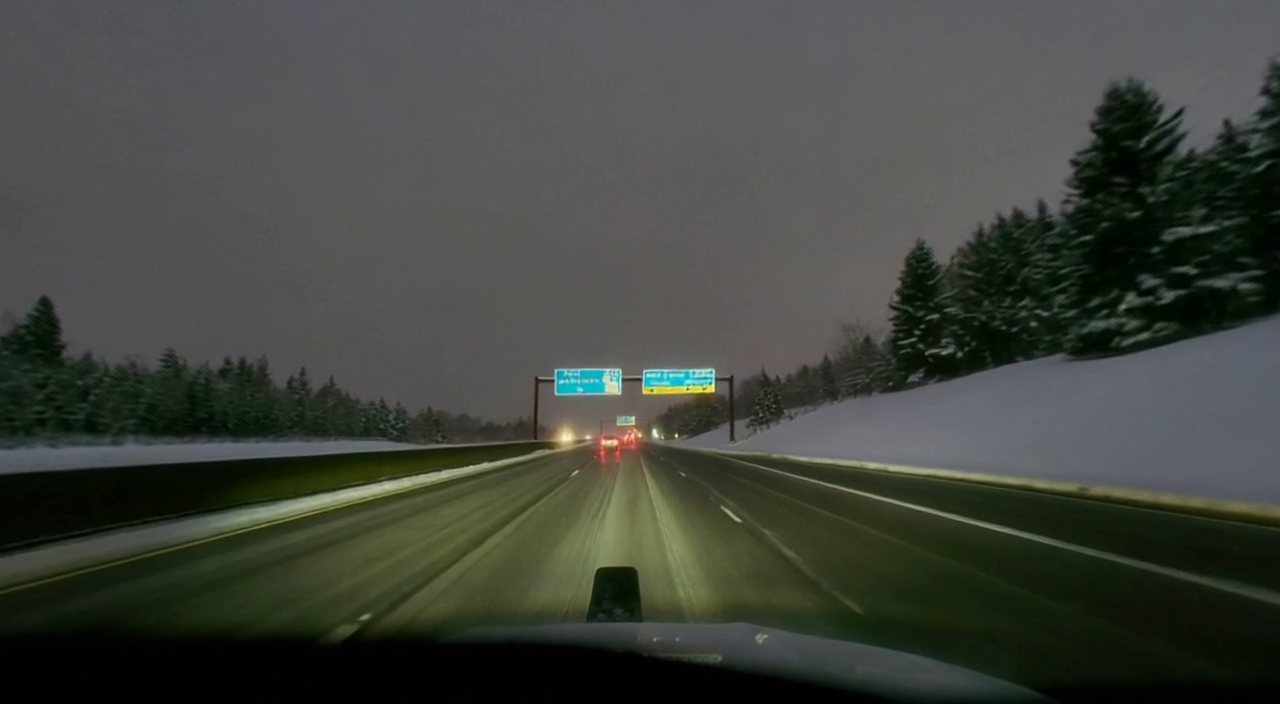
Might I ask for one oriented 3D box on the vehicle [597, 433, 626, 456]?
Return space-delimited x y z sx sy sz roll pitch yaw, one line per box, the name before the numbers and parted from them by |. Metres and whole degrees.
vehicle | -2.040 6.683 45.660 1.993 1.519 4.046 0 -8 -2
